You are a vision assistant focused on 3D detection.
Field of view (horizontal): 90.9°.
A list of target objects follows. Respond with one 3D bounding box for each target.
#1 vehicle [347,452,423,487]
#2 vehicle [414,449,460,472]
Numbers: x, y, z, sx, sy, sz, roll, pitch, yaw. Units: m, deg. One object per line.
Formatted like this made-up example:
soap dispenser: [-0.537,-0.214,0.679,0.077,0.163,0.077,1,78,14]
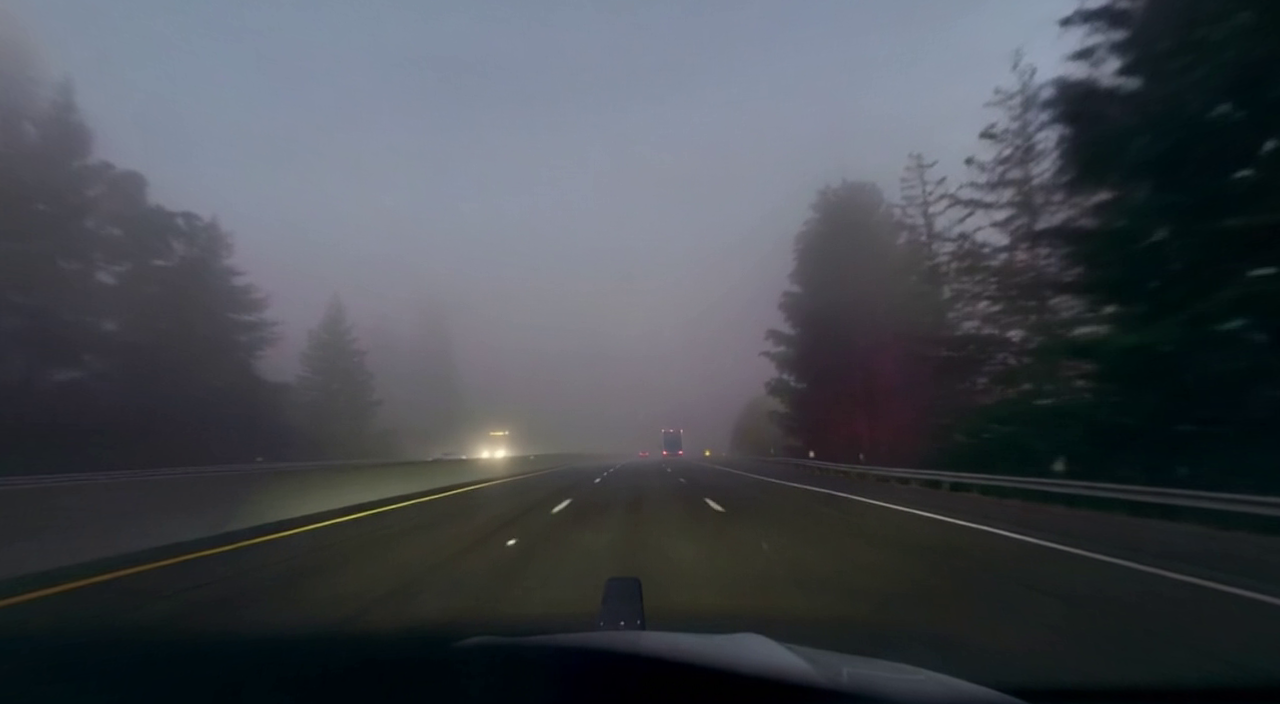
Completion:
vehicle: [-11.629,5.369,29.020,1.822,1.441,4.016,0,-9,0]
vehicle: [-15.700,8.414,48.958,1.946,1.683,4.594,-1,-9,1]
